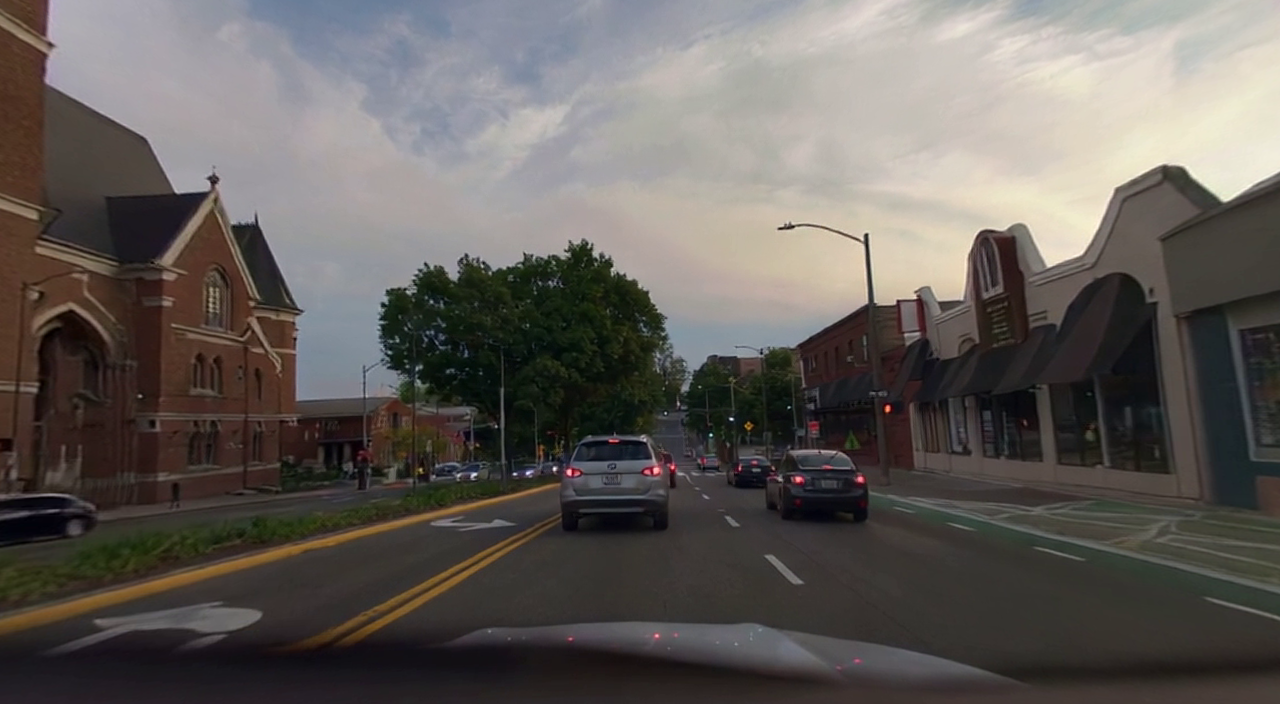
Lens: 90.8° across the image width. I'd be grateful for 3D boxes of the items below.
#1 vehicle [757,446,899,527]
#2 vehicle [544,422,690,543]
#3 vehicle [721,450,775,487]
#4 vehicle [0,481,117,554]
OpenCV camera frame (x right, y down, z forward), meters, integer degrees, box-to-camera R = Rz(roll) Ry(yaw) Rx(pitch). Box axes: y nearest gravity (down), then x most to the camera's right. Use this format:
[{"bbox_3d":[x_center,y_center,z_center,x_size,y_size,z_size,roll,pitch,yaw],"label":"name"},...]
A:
[{"bbox_3d":[3.902,2.829,13.976,1.883,1.472,4.471,-1,-9,2],"label":"vehicle"},{"bbox_3d":[-0.252,2.266,11.548,2.168,1.776,4.135,-1,-9,3],"label":"vehicle"},{"bbox_3d":[4.794,5.214,28.603,1.890,1.491,4.166,-1,-9,2],"label":"vehicle"},{"bbox_3d":[-16.127,4.154,15.836,1.901,1.532,4.733,0,-9,1],"label":"vehicle"}]
